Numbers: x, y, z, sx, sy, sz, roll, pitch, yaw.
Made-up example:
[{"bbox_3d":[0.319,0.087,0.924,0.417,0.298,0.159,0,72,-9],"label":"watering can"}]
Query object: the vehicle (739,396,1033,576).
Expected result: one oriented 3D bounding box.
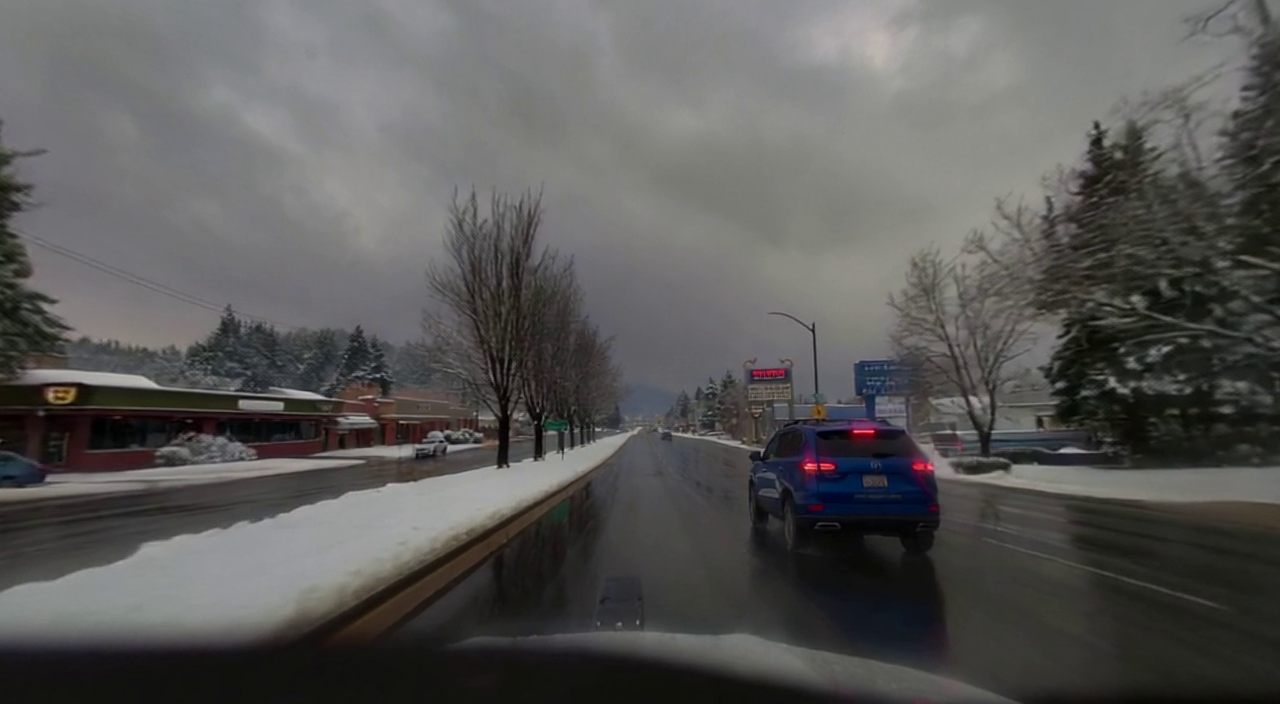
[{"bbox_3d":[2.825,1.680,8.685,2.130,1.790,4.615,0,-8,-1],"label":"vehicle"}]
